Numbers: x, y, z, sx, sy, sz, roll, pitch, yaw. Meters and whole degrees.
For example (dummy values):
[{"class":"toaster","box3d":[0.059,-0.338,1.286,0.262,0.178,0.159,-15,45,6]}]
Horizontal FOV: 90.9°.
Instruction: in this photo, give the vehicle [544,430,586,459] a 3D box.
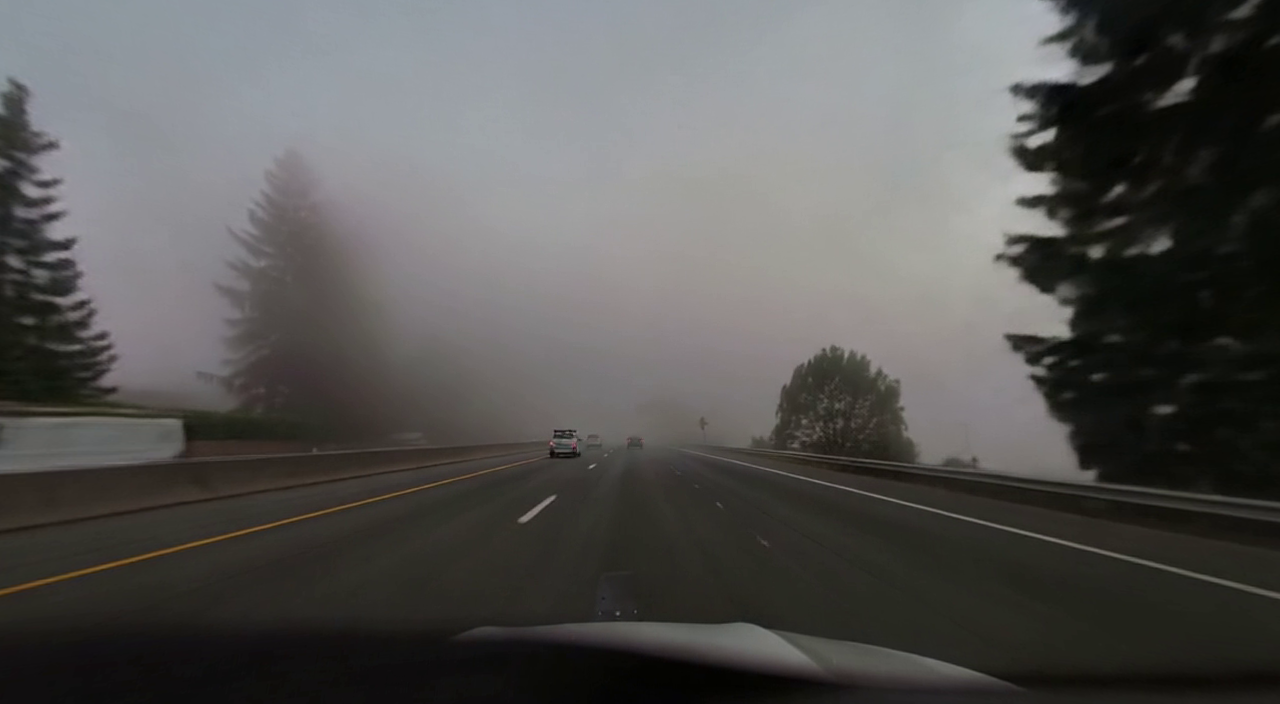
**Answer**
[{"class":"vehicle","box3d":[-4.441,5.526,37.838,2.003,1.626,4.256,0,-8,0]}]

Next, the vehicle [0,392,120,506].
[{"class":"vehicle","box3d":[-16.362,2.319,15.004,2.510,2.668,6.372,0,-8,-1]}]
